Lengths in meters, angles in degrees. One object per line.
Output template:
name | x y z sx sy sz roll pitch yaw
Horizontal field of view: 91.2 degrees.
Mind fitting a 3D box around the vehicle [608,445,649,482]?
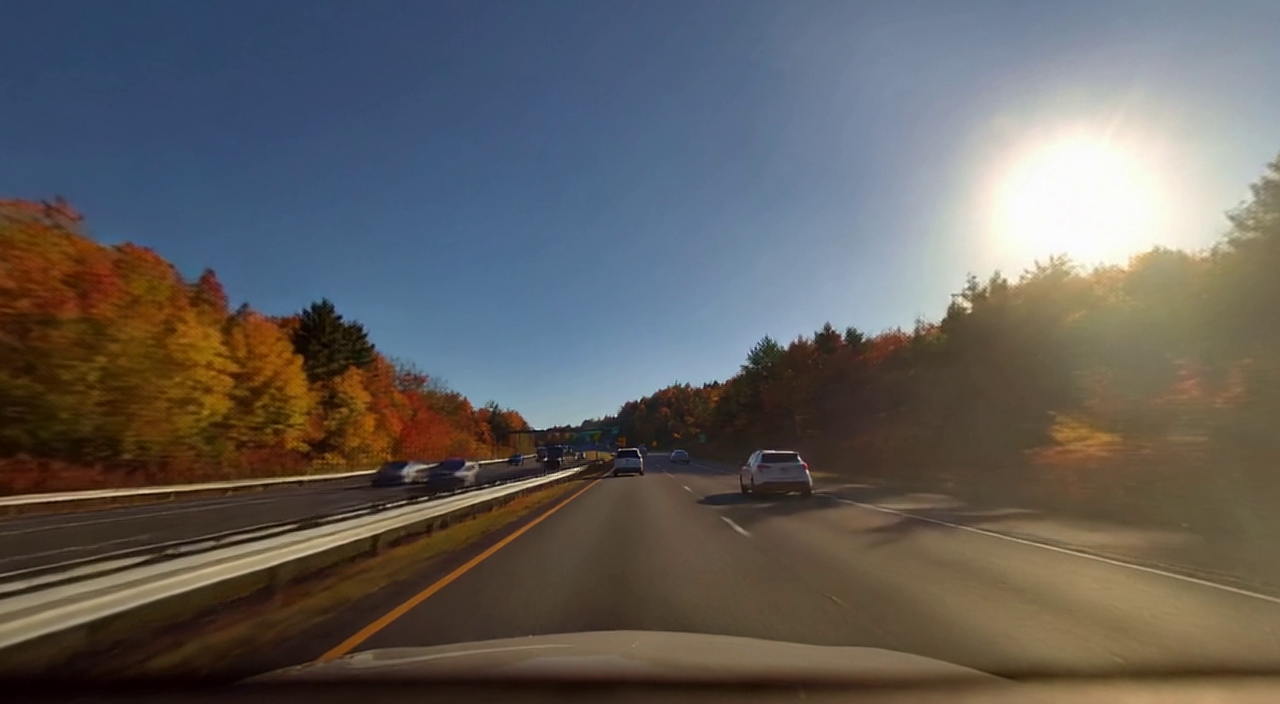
vehicle | -0.530 5.524 31.456 1.937 1.699 3.936 0 -9 0

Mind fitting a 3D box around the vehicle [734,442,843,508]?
vehicle | 3.818 3.230 16.947 1.843 1.505 4.339 0 -9 -1

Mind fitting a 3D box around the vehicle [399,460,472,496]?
vehicle | -9.709 5.980 30.138 1.929 1.492 4.486 -1 -9 1

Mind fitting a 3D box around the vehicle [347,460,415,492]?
vehicle | -13.511 6.457 32.899 1.837 1.495 3.979 -1 -9 0
